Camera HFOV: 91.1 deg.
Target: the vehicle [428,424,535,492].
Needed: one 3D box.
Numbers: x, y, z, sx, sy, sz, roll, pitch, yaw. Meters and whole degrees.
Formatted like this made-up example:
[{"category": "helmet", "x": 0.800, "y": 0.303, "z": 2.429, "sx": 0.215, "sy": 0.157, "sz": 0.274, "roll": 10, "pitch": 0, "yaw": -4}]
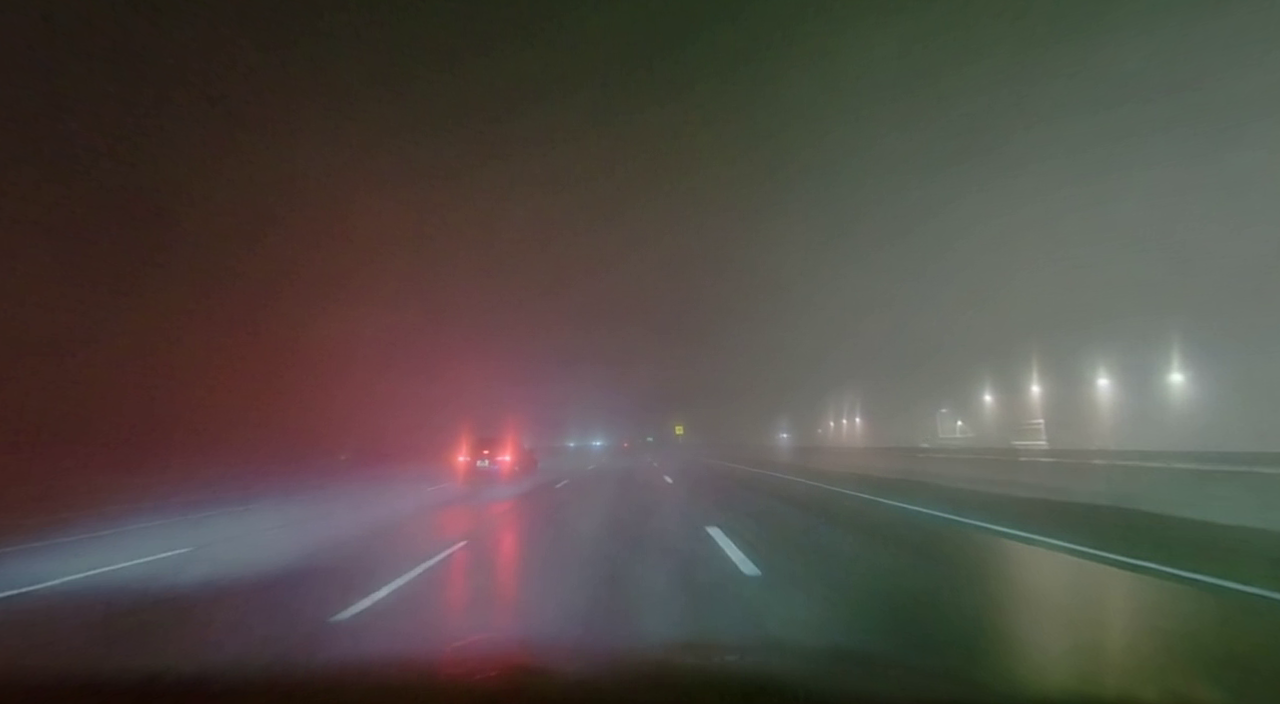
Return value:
[{"category": "vehicle", "x": -4.364, "y": 2.984, "z": 18.105, "sx": 2.063, "sy": 1.661, "sz": 4.439, "roll": 1, "pitch": -8, "yaw": -2}]
